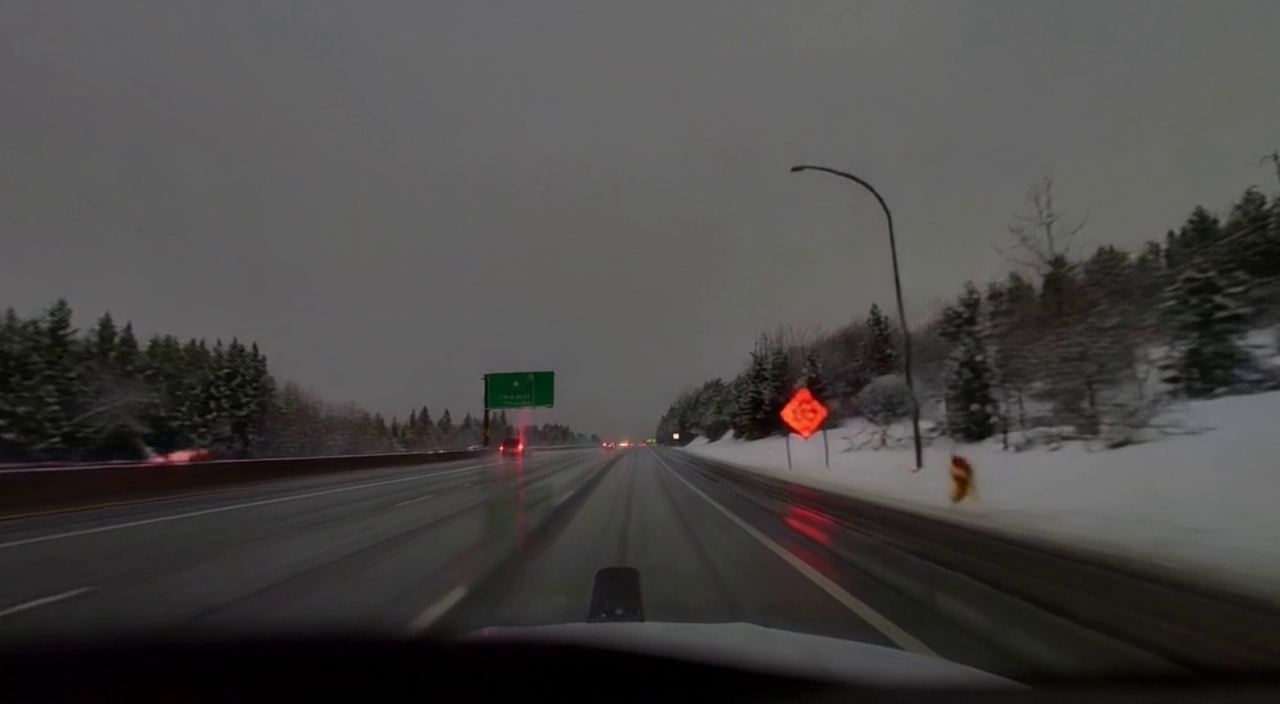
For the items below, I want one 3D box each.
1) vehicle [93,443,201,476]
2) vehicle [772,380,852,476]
[{"bbox_3d":[-24.830,5.412,32.041,1.863,1.515,4.482,0,-8,-1],"label":"vehicle"},{"bbox_3d":[6.736,3.027,25.001,2.397,3.584,2.509,0,-8,1],"label":"vehicle"}]
